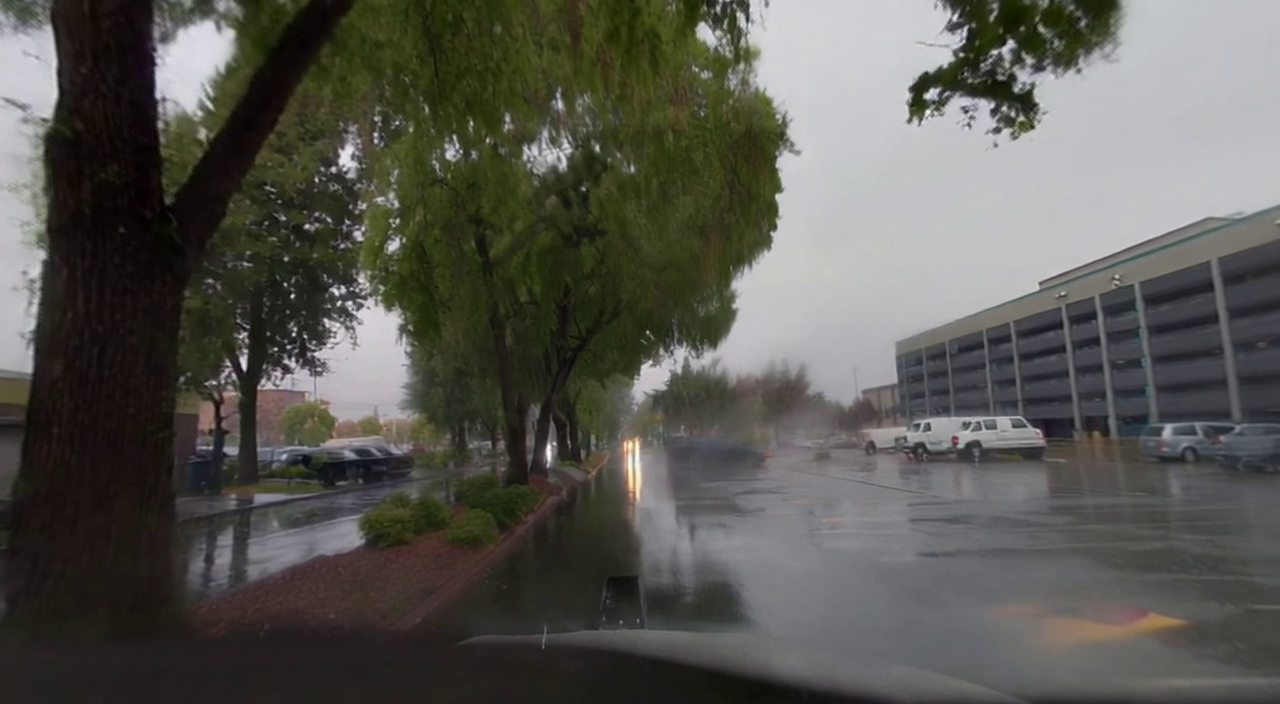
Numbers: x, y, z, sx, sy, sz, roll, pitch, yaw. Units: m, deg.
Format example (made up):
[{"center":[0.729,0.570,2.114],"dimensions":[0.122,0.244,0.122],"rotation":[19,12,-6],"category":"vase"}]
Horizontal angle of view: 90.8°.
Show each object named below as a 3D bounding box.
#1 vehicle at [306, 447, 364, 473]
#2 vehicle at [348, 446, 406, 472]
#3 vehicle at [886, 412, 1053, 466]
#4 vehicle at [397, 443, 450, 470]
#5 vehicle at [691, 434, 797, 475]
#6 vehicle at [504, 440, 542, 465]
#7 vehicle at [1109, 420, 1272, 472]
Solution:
[{"center":[-20.544,7.282,42.728],"dimensions":[1.880,1.617,3.870],"rotation":[0,-8,1],"category":"vehicle"},{"center":[-17.554,7.146,42.401],"dimensions":[1.850,1.531,4.256],"rotation":[0,-8,3],"category":"vehicle"},{"center":[13.414,3.580,25.986],"dimensions":[5.540,2.045,2.259],"rotation":[0,-8,-2],"category":"vehicle"},{"center":[-14.703,7.078,43.124],"dimensions":[1.888,1.657,4.138],"rotation":[0,-8,4],"category":"vehicle"},{"center":[4.776,4.621,28.759],"dimensions":[4.626,1.723,1.939],"rotation":[5,-10,-33],"category":"vehicle"},{"center":[-8.233,7.118,44.864],"dimensions":[1.993,1.640,4.457],"rotation":[0,-8,-2],"category":"vehicle"},{"center":[25.355,4.329,29.239],"dimensions":[5.596,2.168,2.307],"rotation":[2,-8,-5],"category":"vehicle"}]
